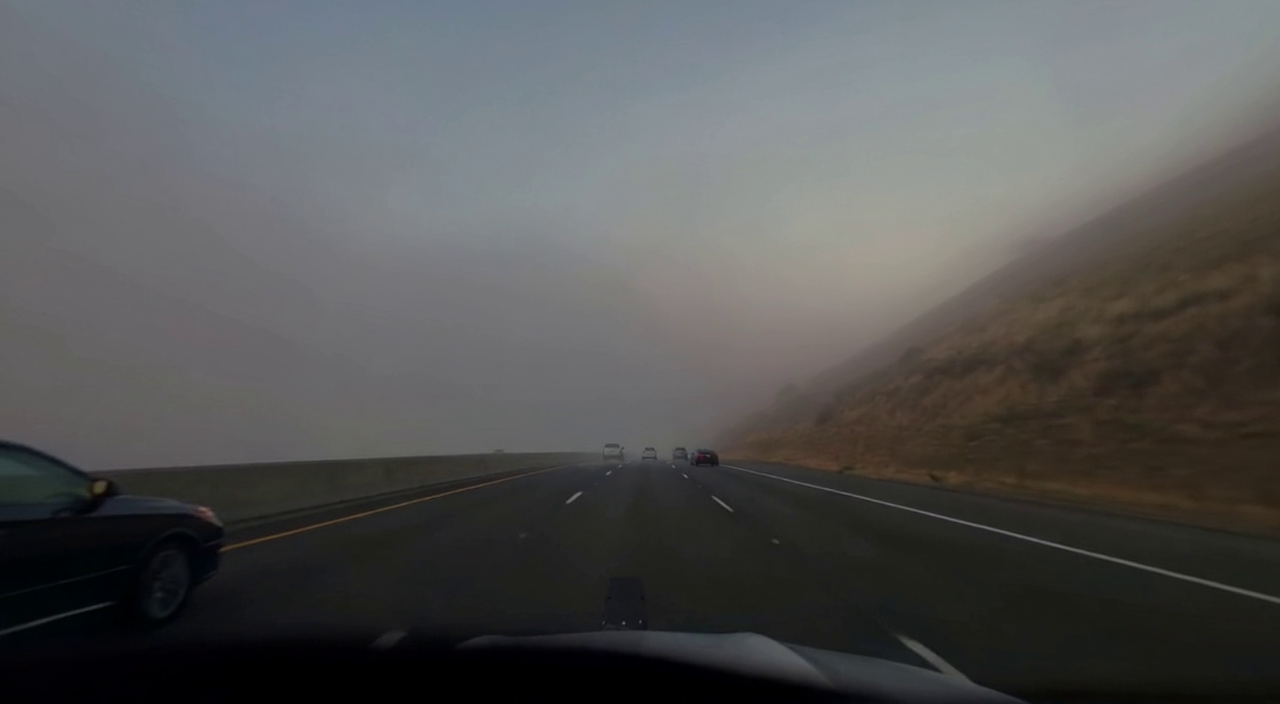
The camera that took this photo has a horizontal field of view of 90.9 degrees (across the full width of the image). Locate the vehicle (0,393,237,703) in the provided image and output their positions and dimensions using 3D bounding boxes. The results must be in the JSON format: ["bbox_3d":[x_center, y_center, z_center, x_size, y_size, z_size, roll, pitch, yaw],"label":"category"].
[{"bbox_3d":[-3.923,0.904,2.559,1.910,1.521,3.930,0,-8,1],"label":"vehicle"}]

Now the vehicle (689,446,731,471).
[{"bbox_3d":[3.912,6.009,35.781,1.976,1.352,3.602,0,-8,0],"label":"vehicle"}]
